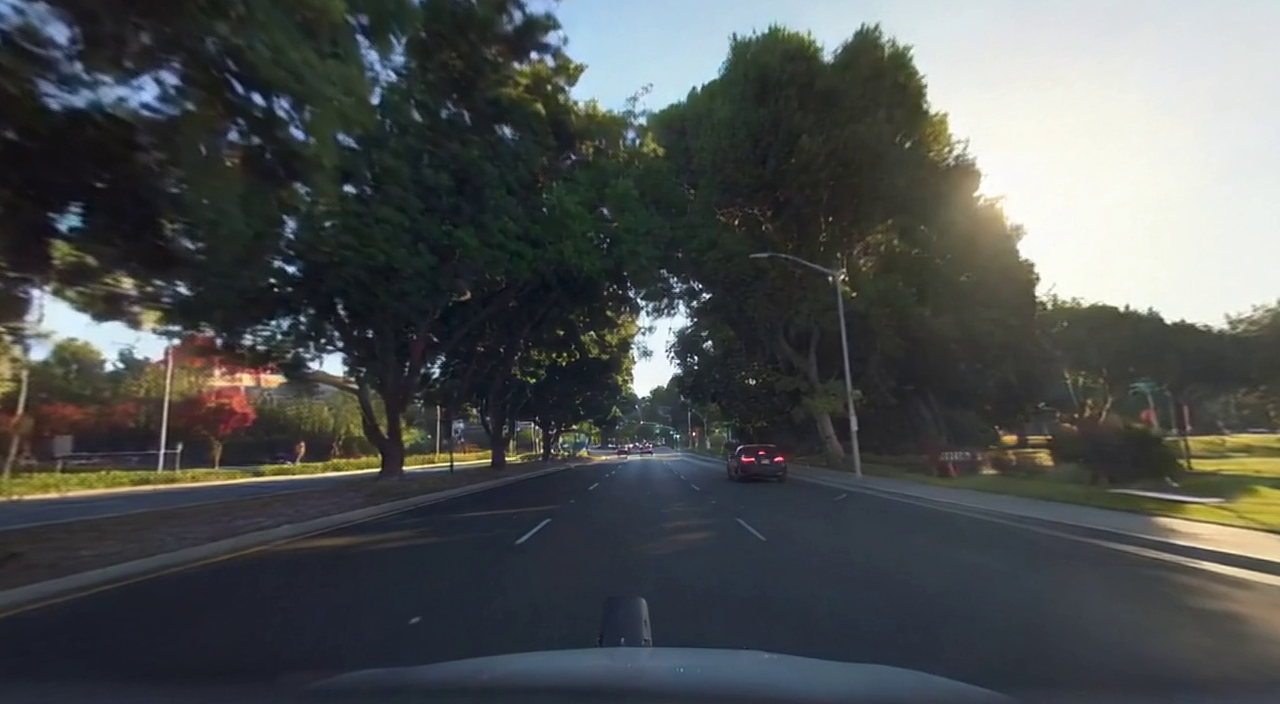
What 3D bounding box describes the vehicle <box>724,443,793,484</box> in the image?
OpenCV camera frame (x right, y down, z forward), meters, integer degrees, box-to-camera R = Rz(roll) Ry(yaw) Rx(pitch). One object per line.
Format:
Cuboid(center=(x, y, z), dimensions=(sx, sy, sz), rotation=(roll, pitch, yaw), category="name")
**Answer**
Cuboid(center=(4.701, 4.481, 25.590), dimensions=(1.913, 1.516, 4.322), rotation=(0, -9, -1), category="vehicle")
